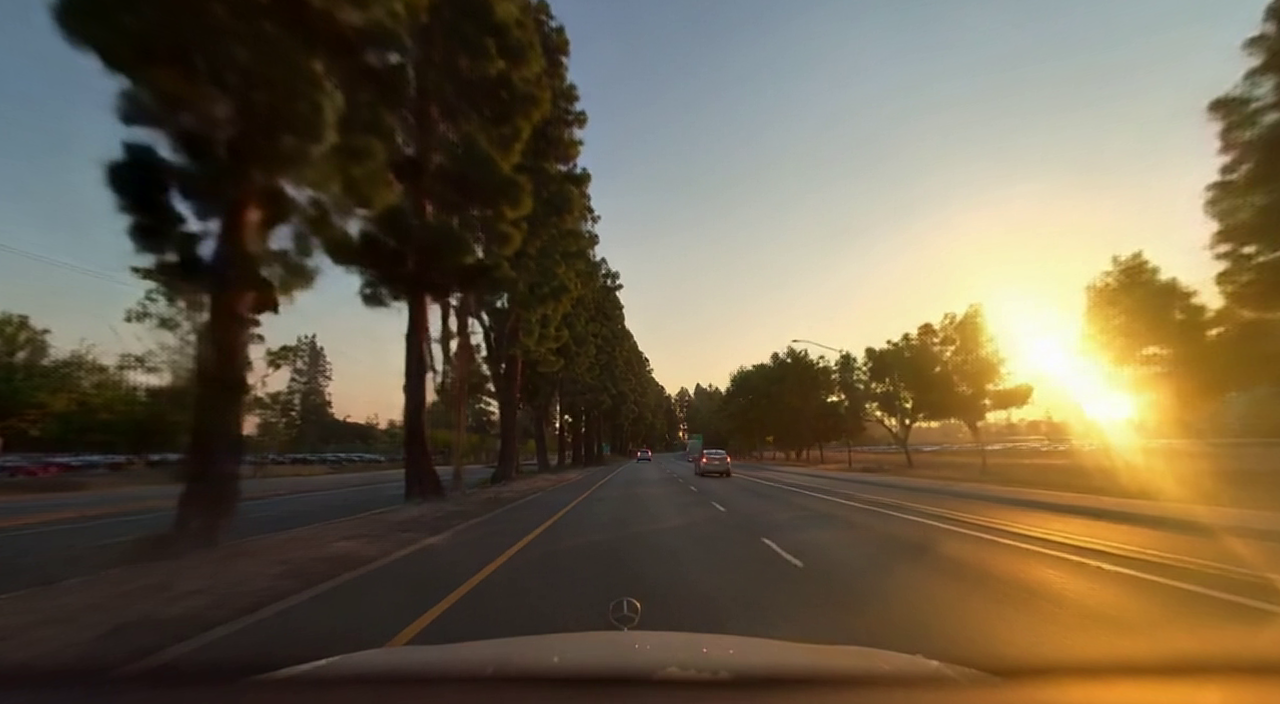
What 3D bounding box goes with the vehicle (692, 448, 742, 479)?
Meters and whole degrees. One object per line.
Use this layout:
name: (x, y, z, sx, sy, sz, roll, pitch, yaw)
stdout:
vehicle: (4.061, 5.991, 34.039, 2.115, 1.522, 4.330, 0, -9, -1)
